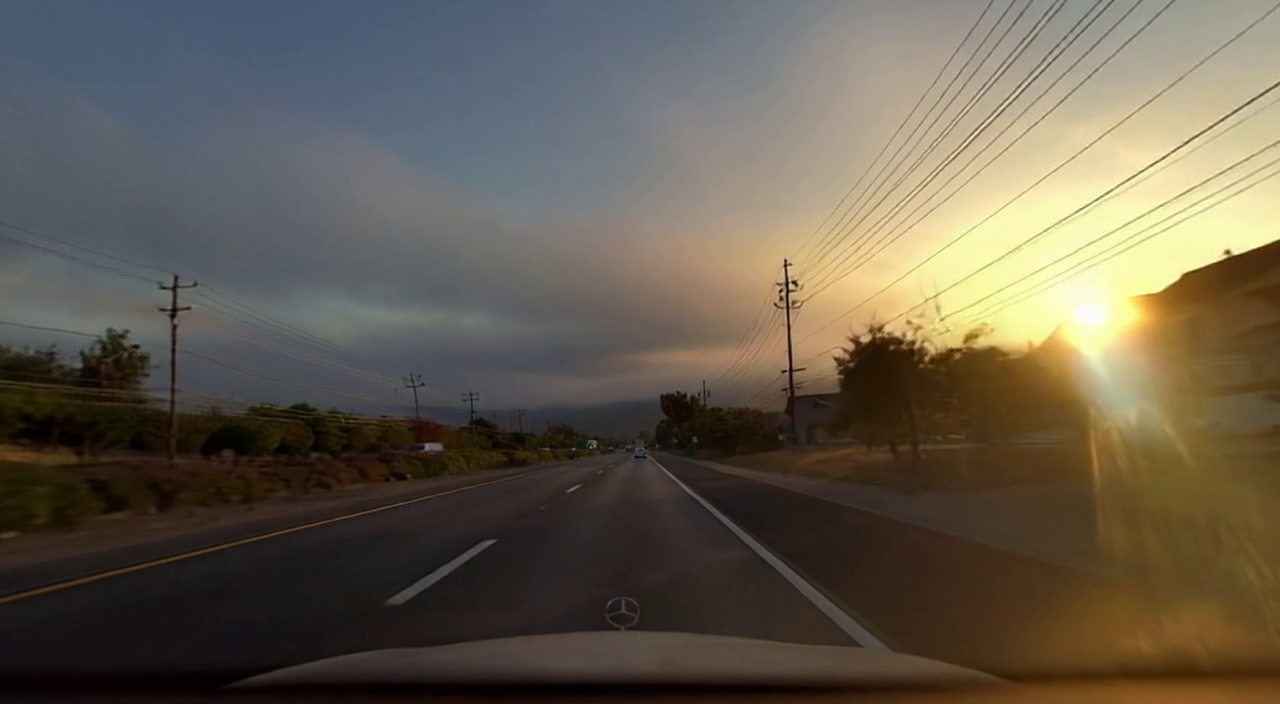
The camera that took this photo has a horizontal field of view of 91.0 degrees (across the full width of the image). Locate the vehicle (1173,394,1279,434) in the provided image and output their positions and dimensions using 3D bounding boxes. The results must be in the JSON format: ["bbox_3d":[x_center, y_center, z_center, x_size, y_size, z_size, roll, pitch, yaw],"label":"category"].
[{"bbox_3d":[28.126,2.997,29.943,1.887,1.623,4.203,0,-9,2],"label":"vehicle"}]
